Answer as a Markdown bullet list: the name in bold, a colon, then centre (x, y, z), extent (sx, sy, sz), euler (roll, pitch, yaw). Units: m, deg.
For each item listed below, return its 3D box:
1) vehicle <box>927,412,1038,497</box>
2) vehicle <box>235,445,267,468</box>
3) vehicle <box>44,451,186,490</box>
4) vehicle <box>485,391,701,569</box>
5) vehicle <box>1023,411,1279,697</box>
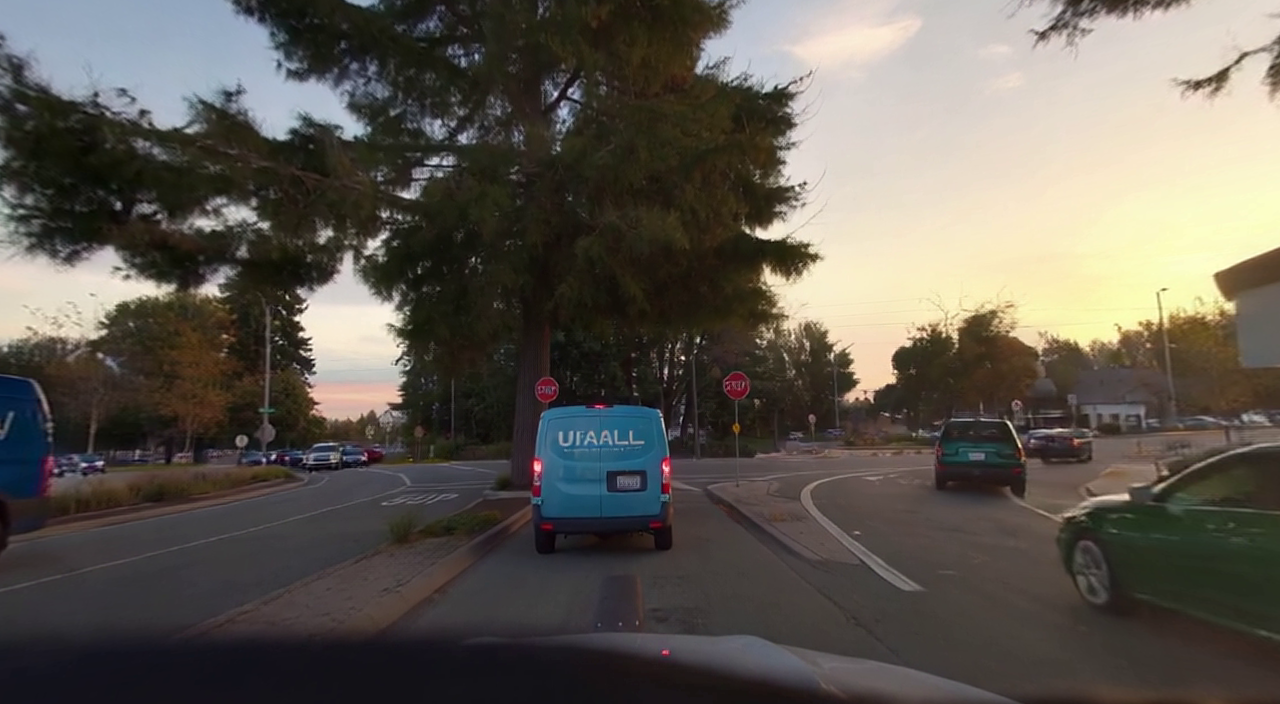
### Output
- **vehicle**: centre (9.194, 2.791, 17.433), extent (2.204, 1.973, 4.946), euler (-4, -9, 24)
- **vehicle**: centre (-30.103, 8.031, 48.917), extent (1.913, 1.682, 4.120), euler (5, -10, -31)
- **vehicle**: centre (-21.514, 4.836, 26.181), extent (2.038, 1.392, 4.362), euler (0, -8, 1)
- **vehicle**: centre (-0.416, 1.673, 8.902), extent (2.237, 1.828, 4.546), euler (0, -9, 2)
- **vehicle**: centre (4.448, 1.077, 3.354), extent (2.079, 1.504, 4.828), euler (-1, -9, 4)
